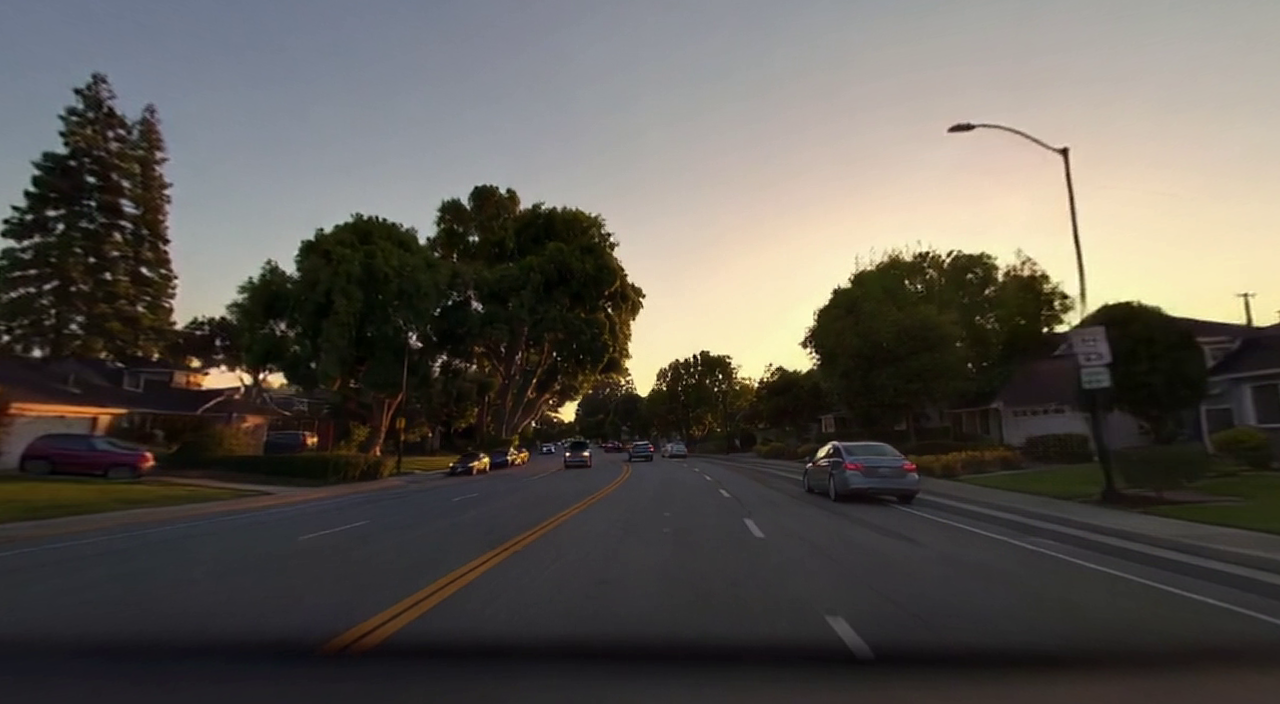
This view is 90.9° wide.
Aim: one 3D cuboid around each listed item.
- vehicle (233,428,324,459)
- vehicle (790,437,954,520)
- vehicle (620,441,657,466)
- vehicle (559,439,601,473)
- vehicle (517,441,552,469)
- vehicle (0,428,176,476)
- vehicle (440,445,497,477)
[{"bbox_3d":[-23.979,6.090,41.980,4.772,1.877,2.038,0,-8,-10],"label":"vehicle"},{"bbox_3d":[4.821,2.667,13.894,1.934,1.506,4.282,0,-8,-1],"label":"vehicle"},{"bbox_3d":[-0.147,7.146,44.639,2.106,1.667,4.367,1,-8,-7],"label":"vehicle"},{"bbox_3d":[-3.239,5.673,34.738,2.081,1.721,4.228,0,-8,-3],"label":"vehicle"},{"bbox_3d":[-7.234,7.102,43.703,2.075,1.822,5.096,1,-8,-6],"label":"vehicle"},{"bbox_3d":[-19.150,3.484,22.011,4.377,1.570,1.871,0,-8,0],"label":"vehicle"},{"bbox_3d":[-9.841,6.263,36.556,2.038,1.690,4.825,0,-8,-2],"label":"vehicle"}]
